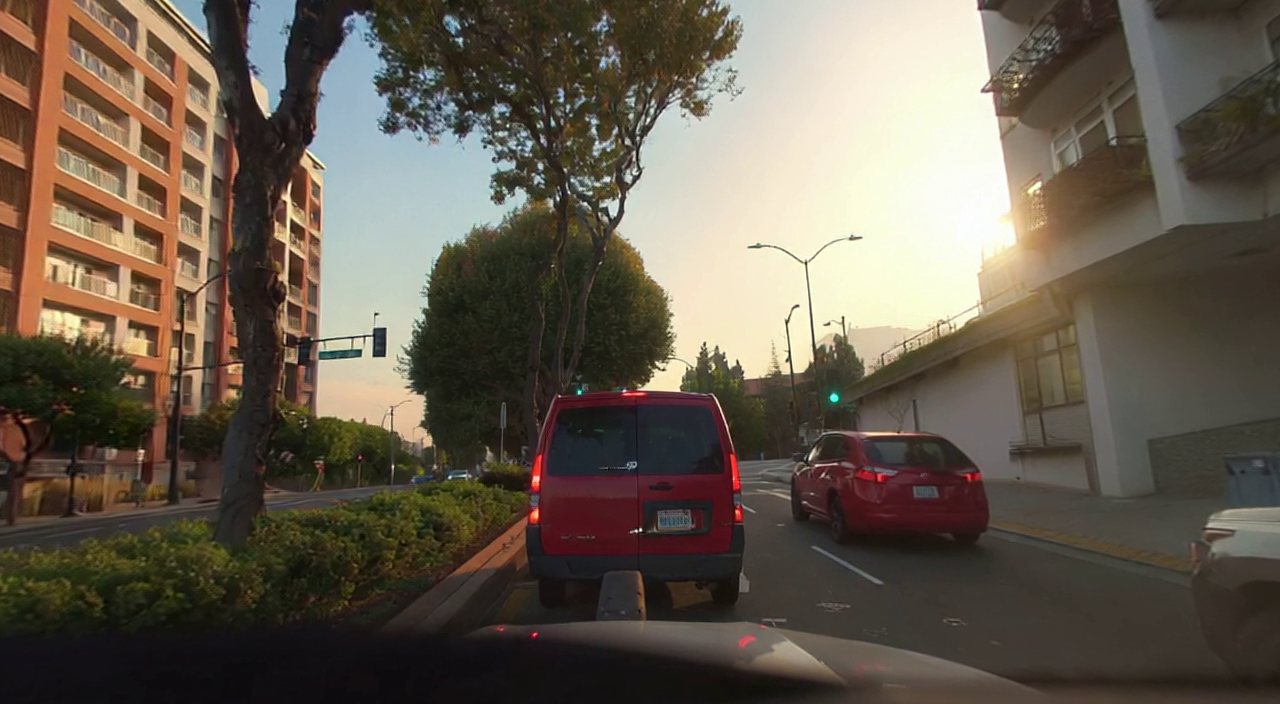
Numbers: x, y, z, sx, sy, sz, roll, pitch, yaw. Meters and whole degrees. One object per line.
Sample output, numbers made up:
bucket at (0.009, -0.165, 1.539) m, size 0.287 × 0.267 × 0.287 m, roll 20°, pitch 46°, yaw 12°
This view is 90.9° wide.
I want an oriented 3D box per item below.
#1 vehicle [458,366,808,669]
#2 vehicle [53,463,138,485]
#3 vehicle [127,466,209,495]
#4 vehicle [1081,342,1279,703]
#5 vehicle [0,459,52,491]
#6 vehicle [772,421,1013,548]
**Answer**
vehicle at (-0.040, 1.318, 6.037) m, size 2.101 × 1.828 × 4.270 m, roll 0°, pitch -9°, yaw 0°
vehicle at (-38.469, 8.630, 44.628) m, size 4.396 × 1.458 × 1.809 m, roll -1°, pitch -9°, yaw 2°
vehicle at (-33.262, 9.067, 44.514) m, size 4.292 × 1.492 × 1.772 m, roll -6°, pitch -14°, yaw -1°
vehicle at (3.809, 0.696, 1.765) m, size 2.157 × 1.748 × 4.130 m, roll 0°, pitch -9°, yaw 1°
vehicle at (-35.544, 6.837, 35.154) m, size 3.843 × 1.680 × 1.782 m, roll -1°, pitch -9°, yaw 5°
vehicle at (3.908, 2.137, 10.910) m, size 2.061 × 1.676 × 4.734 m, roll 0°, pitch -9°, yaw -2°
